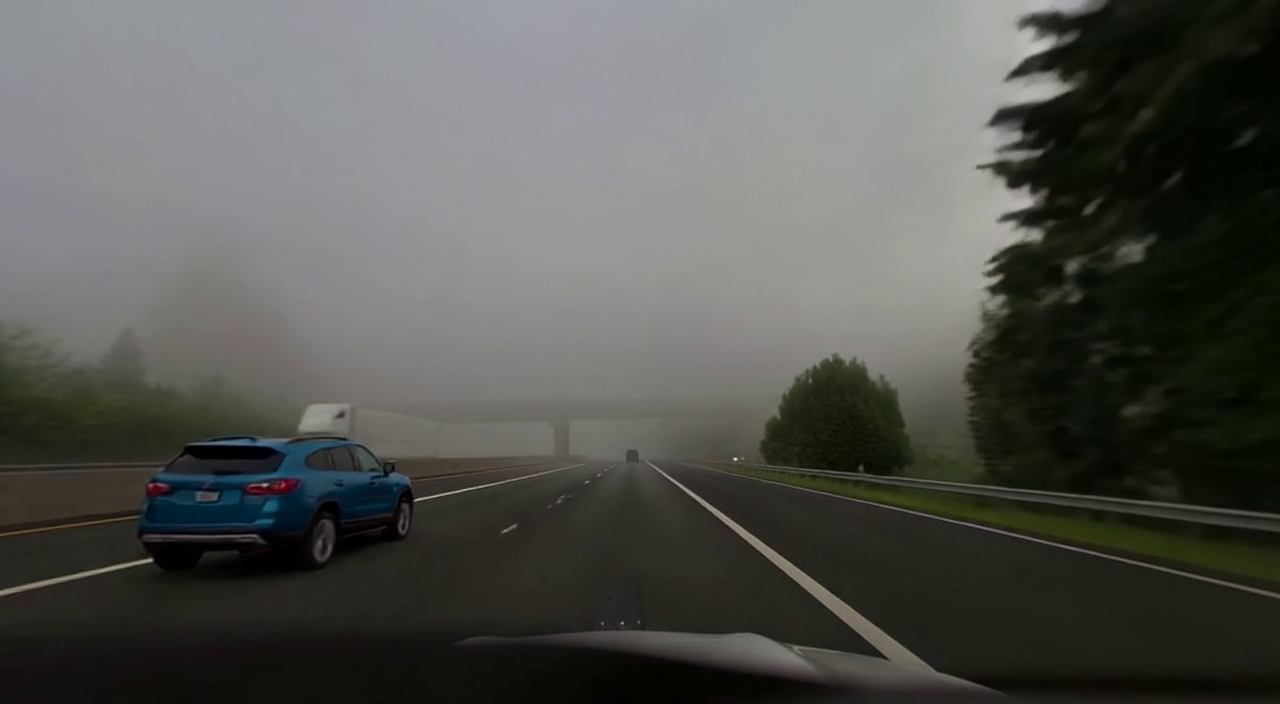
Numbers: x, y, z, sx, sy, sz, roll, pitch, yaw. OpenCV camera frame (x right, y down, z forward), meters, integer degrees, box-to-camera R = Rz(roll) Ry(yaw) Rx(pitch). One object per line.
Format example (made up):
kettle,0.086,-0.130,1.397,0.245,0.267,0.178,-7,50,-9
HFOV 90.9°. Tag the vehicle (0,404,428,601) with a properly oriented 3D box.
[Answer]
vehicle,-4.648,1.708,8.066,2.221,1.750,4.706,0,-9,0
